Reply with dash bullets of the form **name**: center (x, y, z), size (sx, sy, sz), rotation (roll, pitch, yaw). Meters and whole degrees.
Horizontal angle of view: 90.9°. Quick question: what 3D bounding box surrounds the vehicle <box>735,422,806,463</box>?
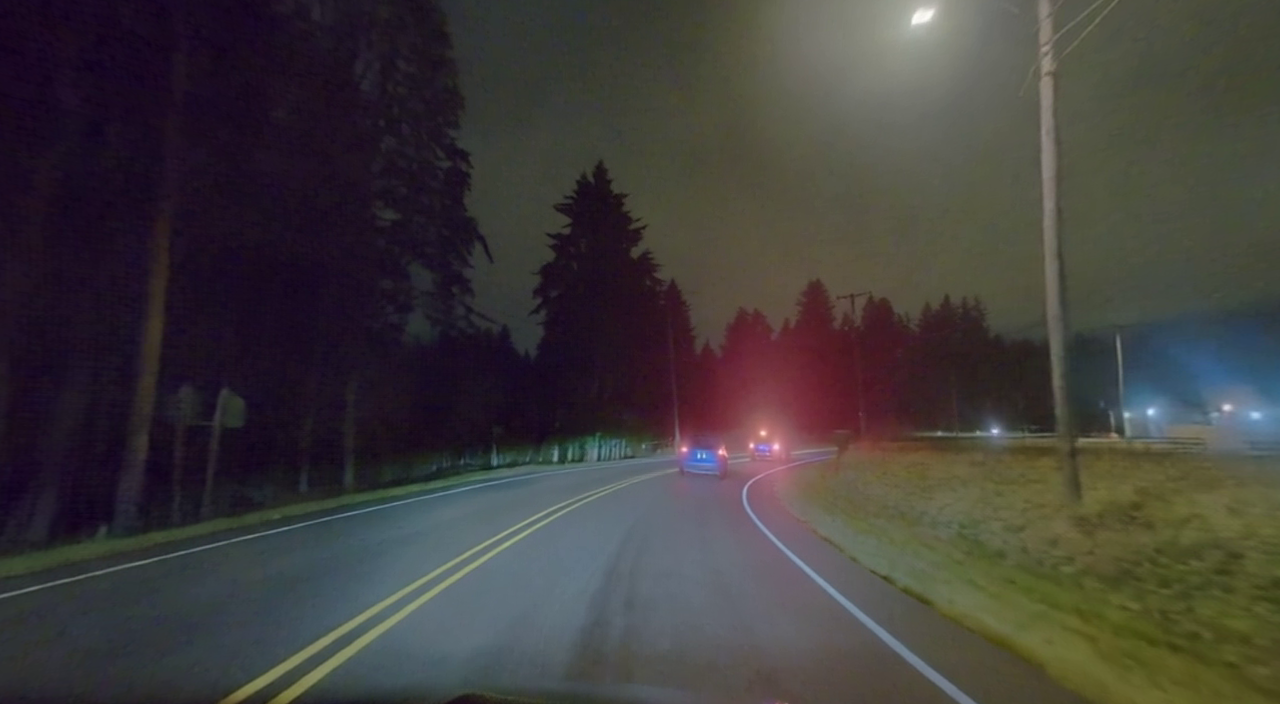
- **vehicle**: center (7.668, 5.217, 36.425), size (2.376, 2.145, 5.953), rotation (-4, -9, 27)

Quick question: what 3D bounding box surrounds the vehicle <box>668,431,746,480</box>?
- **vehicle**: center (2.538, 3.735, 23.021), size (2.157, 1.565, 4.243), rotation (-2, -9, 15)
